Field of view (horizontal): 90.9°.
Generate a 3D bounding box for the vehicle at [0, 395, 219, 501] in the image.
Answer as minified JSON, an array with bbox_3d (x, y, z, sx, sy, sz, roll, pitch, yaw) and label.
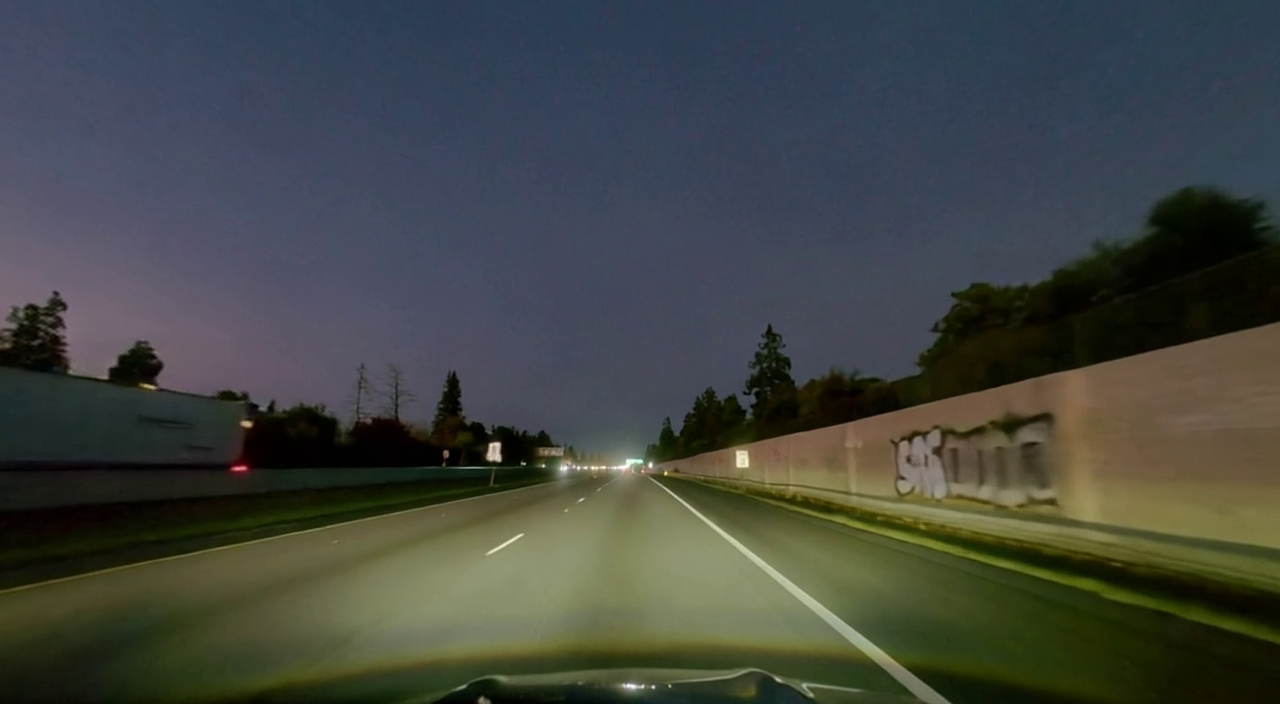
[{"bbox_3d":[-17.976,3.114,19.820,3.126,2.663,9.061,1,-10,0],"label":"vehicle"}]
